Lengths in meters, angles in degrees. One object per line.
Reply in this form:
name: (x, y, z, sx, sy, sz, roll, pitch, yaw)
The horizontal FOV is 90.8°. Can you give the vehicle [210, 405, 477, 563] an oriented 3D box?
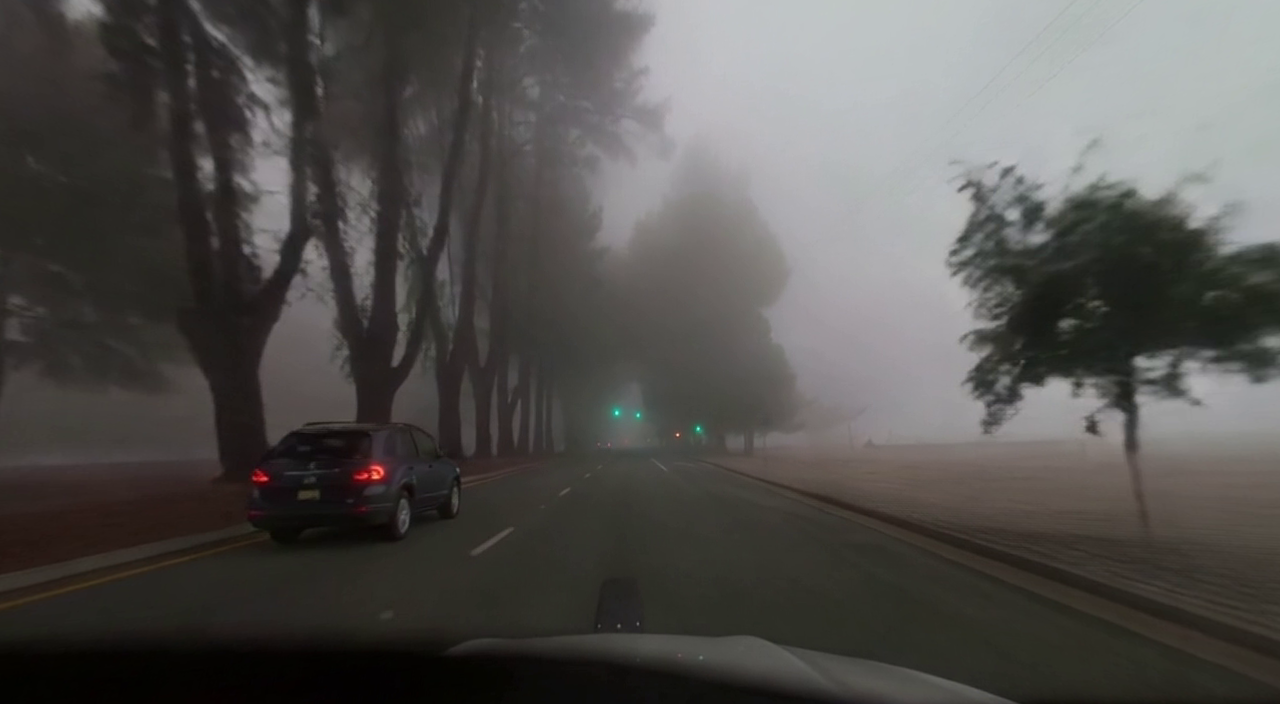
vehicle: (-3.922, 1.792, 9.269, 2.018, 1.769, 3.897, -1, -8, 0)
